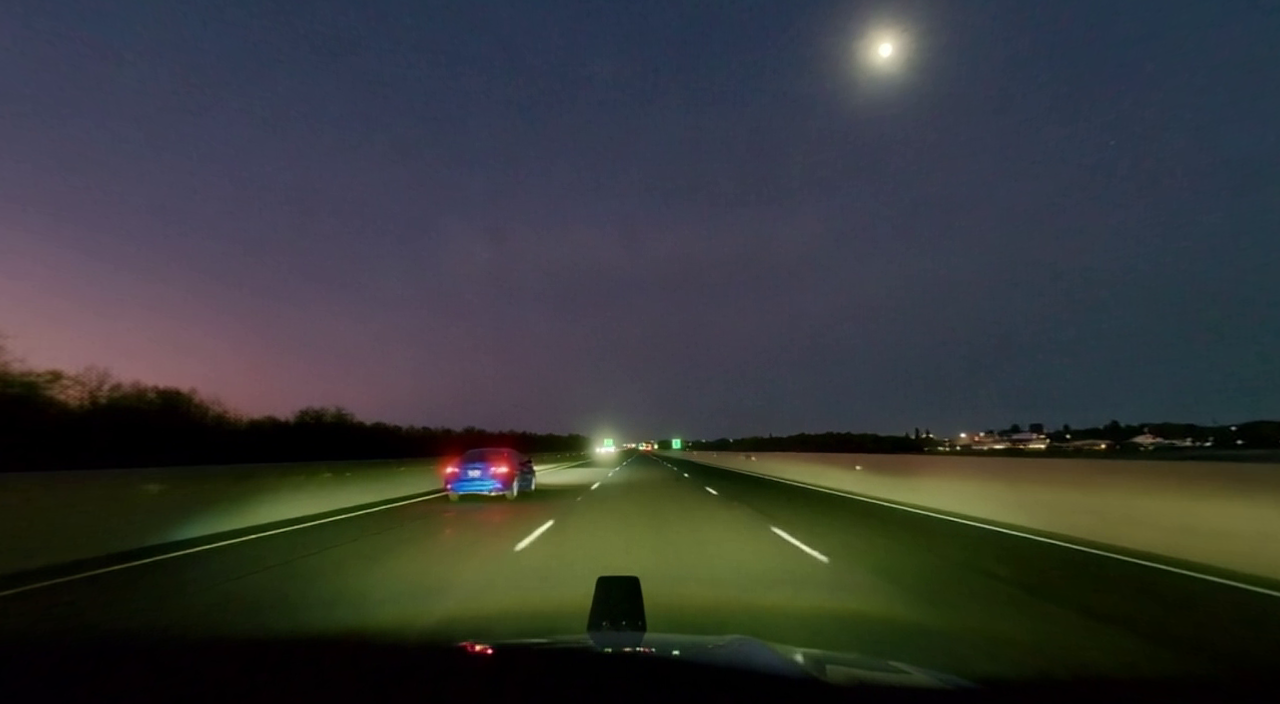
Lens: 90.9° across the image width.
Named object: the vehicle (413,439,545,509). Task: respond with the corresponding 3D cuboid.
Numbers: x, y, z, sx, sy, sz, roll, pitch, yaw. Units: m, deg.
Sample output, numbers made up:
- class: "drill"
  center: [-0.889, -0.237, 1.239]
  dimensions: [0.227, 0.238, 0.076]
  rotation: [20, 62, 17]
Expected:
- class: "vehicle"
  center: [-3.968, 3.103, 16.461]
  dimensions: [2.160, 1.552, 4.592]
  rotation: [0, -9, 1]
